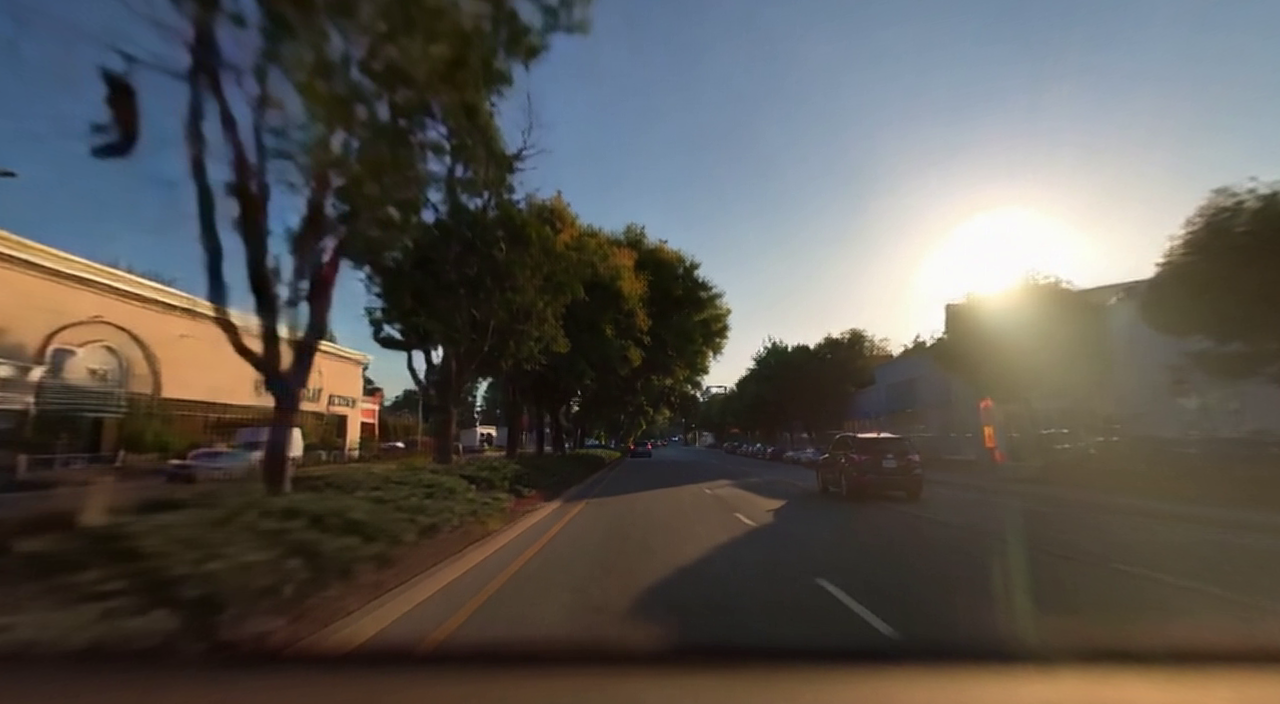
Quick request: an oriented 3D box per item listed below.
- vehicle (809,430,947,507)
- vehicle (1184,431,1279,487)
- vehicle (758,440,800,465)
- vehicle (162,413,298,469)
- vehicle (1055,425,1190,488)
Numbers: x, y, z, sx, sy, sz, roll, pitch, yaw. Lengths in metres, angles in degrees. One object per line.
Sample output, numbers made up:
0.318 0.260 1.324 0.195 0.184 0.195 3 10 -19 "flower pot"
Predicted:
5.767 2.854 15.874 2.072 1.669 3.836 -1 -9 2 "vehicle"
20.641 3.647 21.740 4.366 1.718 2.171 7 -11 -42 "vehicle"
10.783 7.822 49.223 2.096 1.780 5.128 0 -9 0 "vehicle"
-25.860 5.640 39.996 6.540 3.375 2.751 0 -9 0 "vehicle"
17.182 3.635 22.354 5.554 1.937 2.486 7 -11 -40 "vehicle"
